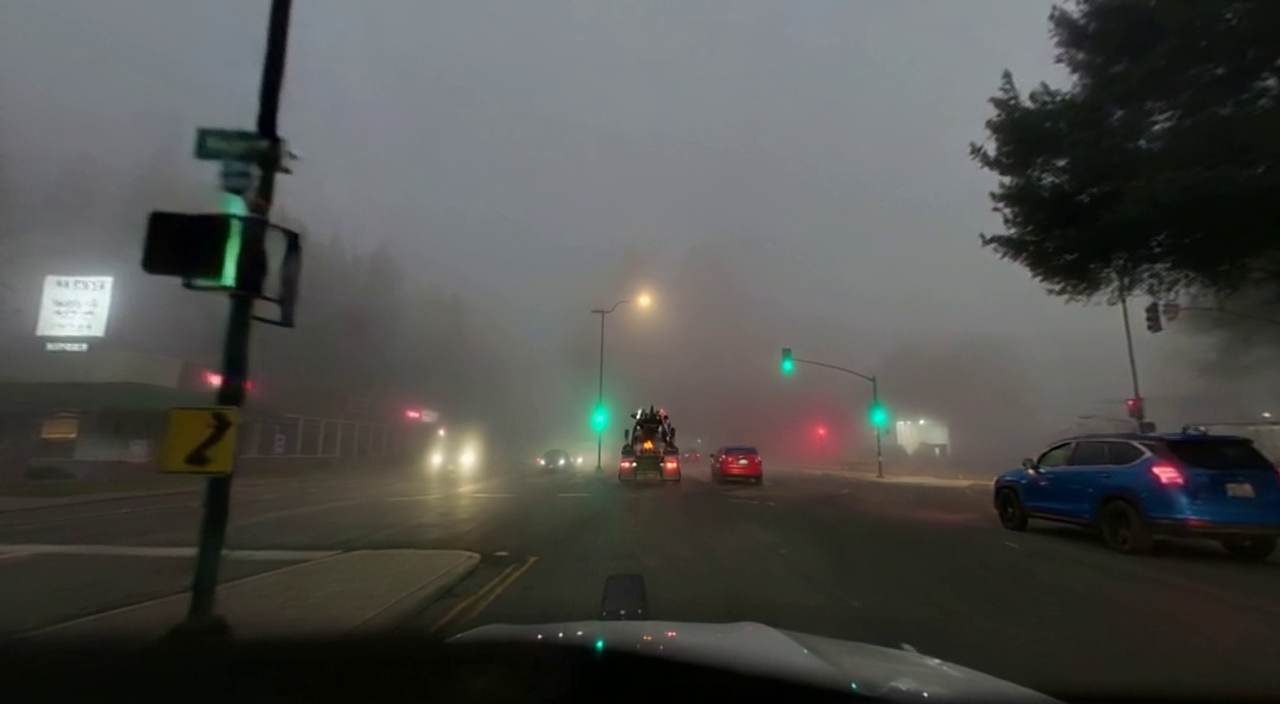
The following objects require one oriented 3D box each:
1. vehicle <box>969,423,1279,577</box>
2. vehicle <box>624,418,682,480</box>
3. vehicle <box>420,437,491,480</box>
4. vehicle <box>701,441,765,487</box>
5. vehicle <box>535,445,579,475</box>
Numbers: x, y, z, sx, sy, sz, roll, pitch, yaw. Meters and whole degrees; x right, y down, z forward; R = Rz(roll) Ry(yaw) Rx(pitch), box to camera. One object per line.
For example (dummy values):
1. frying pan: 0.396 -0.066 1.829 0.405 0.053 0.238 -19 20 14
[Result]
1. vehicle: 7.079 1.989 9.316 1.982 1.698 4.408 0 -8 0
2. vehicle: 0.517 4.274 27.839 2.370 2.518 3.858 0 -8 0
3. vehicle: -8.751 5.071 30.336 2.020 1.864 4.634 0 -8 0
4. vehicle: 3.812 4.648 26.537 2.025 1.754 4.311 0 -8 0
5. vehicle: -4.587 6.023 35.417 2.001 1.518 4.316 0 -8 -1
